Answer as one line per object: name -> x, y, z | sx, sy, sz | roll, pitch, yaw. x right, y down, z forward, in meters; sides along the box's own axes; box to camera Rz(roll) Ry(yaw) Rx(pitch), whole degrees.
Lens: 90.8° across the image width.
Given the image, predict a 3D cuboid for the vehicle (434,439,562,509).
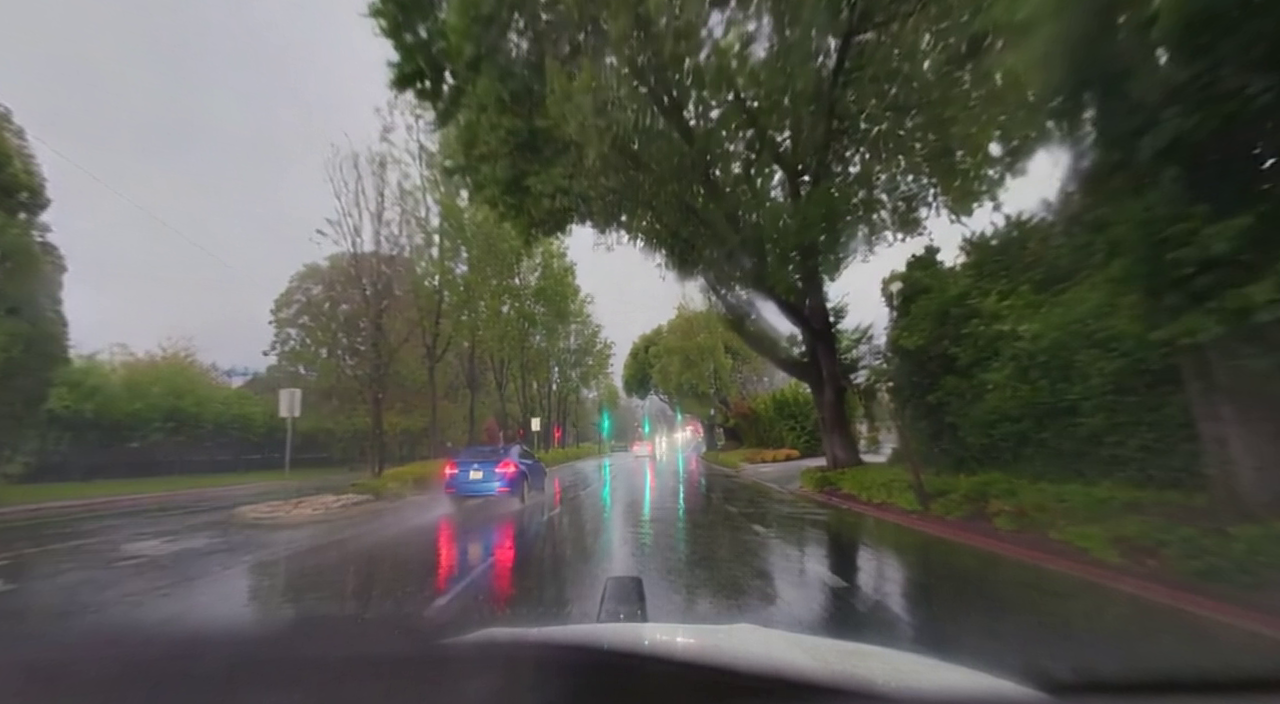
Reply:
vehicle -> -3.322, 2.959, 15.864 | 2.038, 1.486, 4.678 | 0, -9, 1
